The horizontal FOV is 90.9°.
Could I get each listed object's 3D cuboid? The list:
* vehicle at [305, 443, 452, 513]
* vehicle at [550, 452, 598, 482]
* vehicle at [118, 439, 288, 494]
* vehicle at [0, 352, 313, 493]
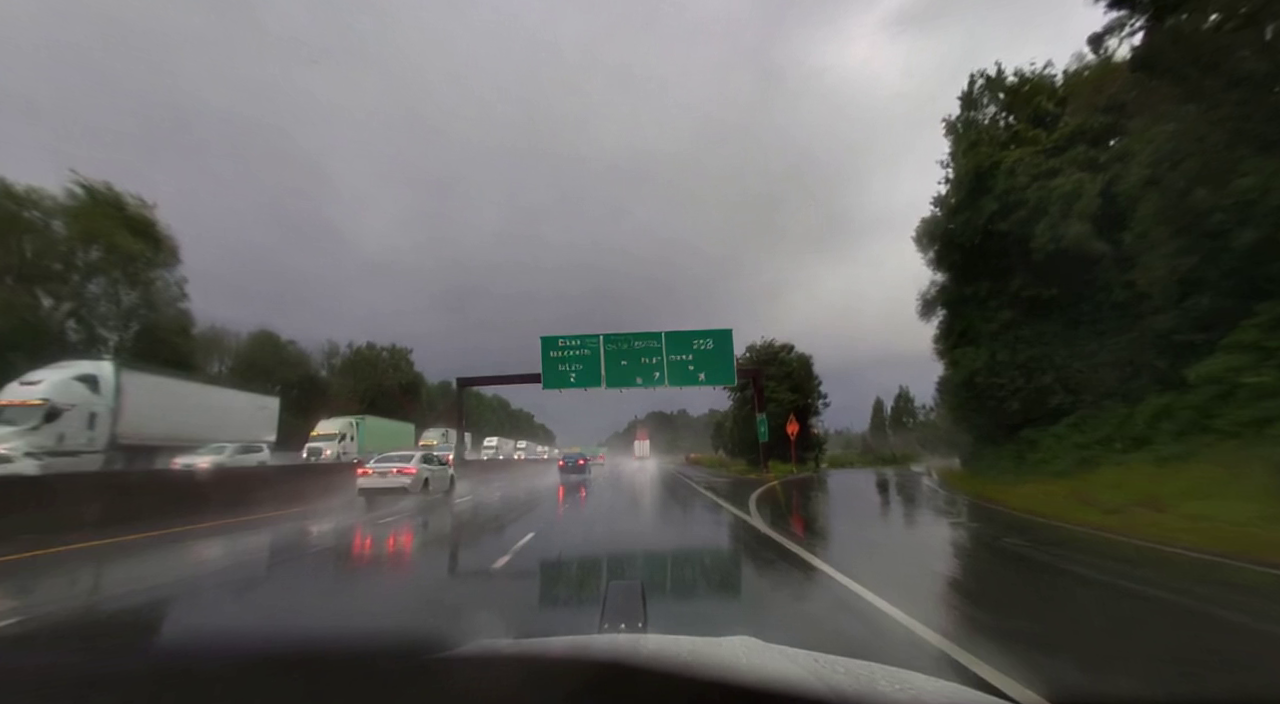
[{"bbox_3d":[-7.178,3.492,17.971,2.122,1.685,4.714,0,-9,0],"label":"vehicle"},{"bbox_3d":[-3.392,5.980,33.027,2.076,1.453,4.094,0,-9,0],"label":"vehicle"},{"bbox_3d":[-14.666,3.870,21.678,2.115,1.618,5.215,0,-9,0],"label":"vehicle"},{"bbox_3d":[-18.653,3.342,25.827,2.861,4.174,13.816,1,-11,0],"label":"vehicle"}]
